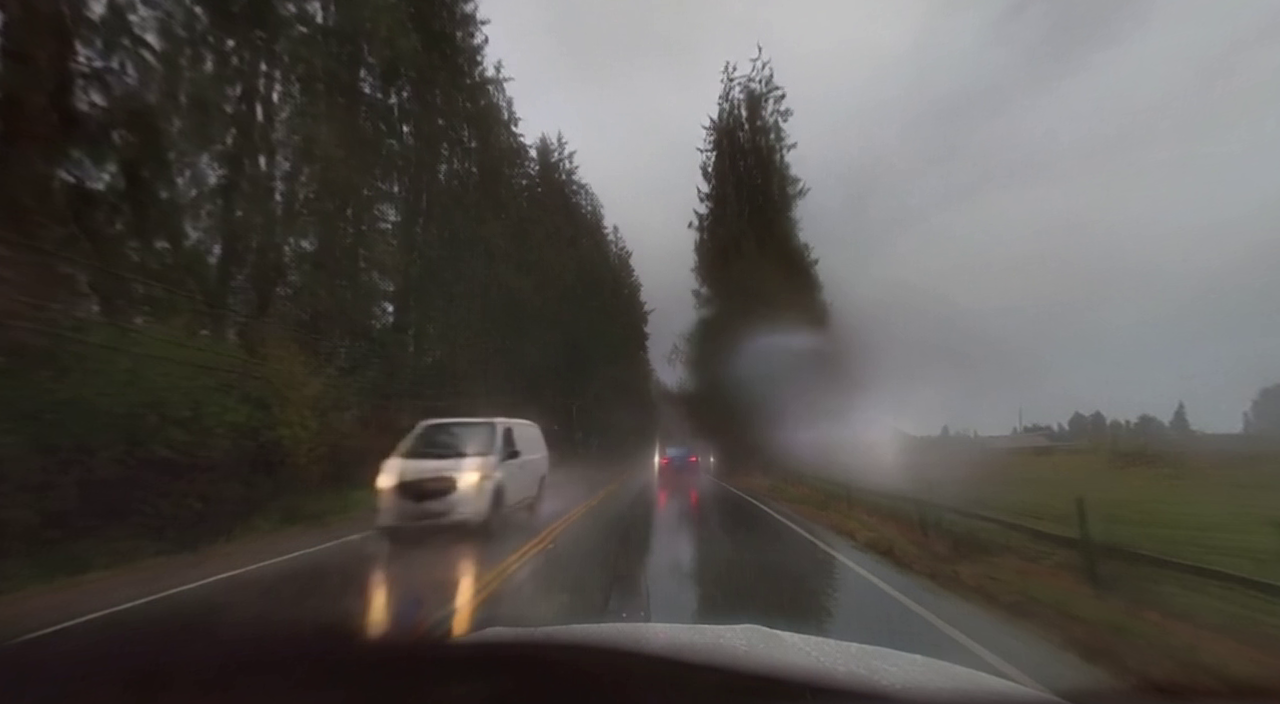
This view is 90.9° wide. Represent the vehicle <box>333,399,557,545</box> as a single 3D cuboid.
[{"bbox_3d":[-2.957,1.951,10.835,2.291,1.975,4.308,0,-8,2],"label":"vehicle"}]

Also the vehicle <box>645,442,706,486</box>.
[{"bbox_3d":[1.389,4.476,25.572,2.274,1.583,4.349,0,-8,2],"label":"vehicle"}]
